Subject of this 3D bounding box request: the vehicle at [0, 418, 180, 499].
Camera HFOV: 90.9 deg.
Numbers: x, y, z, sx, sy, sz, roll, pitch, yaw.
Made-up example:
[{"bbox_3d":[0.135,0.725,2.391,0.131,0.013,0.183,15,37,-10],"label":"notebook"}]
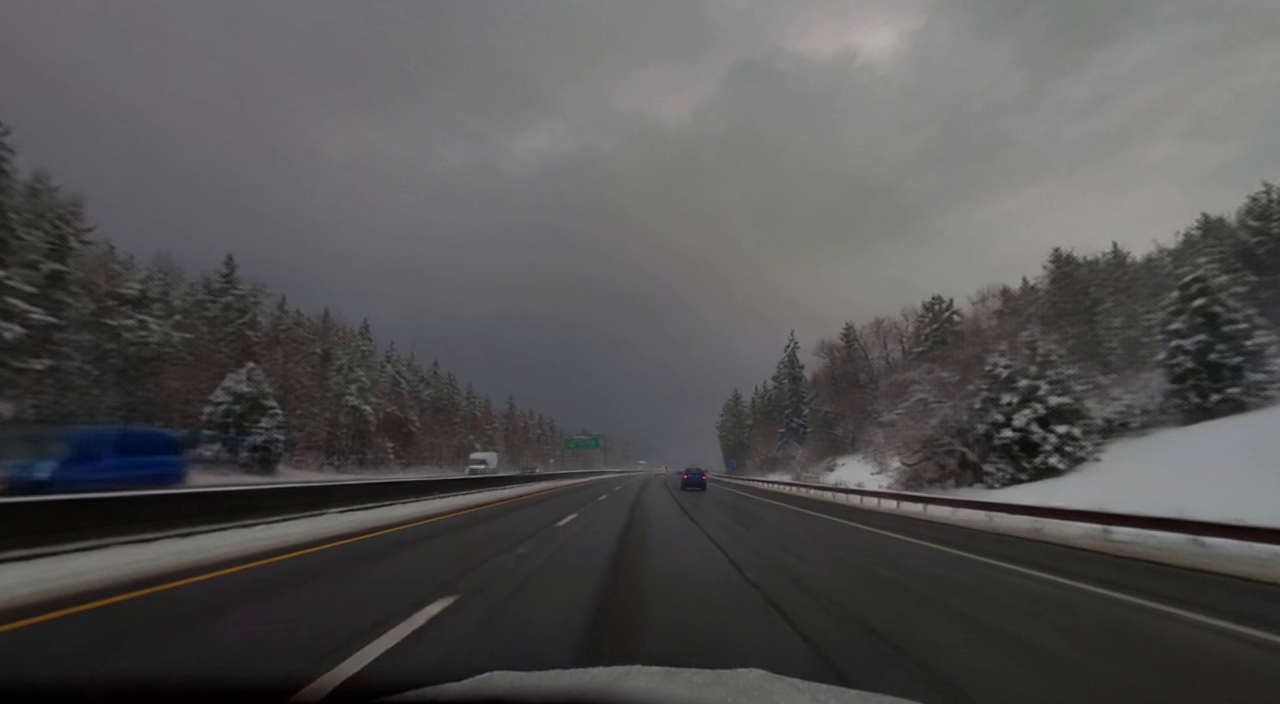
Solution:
[{"bbox_3d":[-20.743,4.031,23.682,2.224,2.607,5.921,0,-11,1],"label":"vehicle"}]
